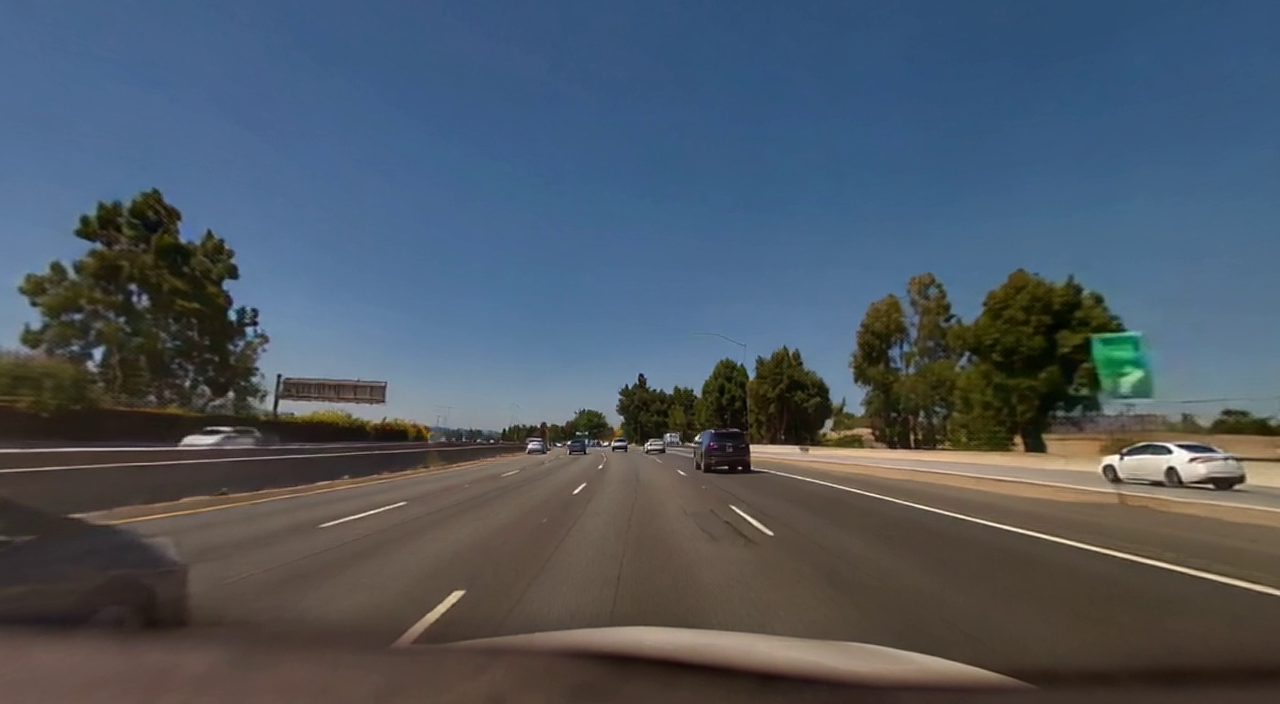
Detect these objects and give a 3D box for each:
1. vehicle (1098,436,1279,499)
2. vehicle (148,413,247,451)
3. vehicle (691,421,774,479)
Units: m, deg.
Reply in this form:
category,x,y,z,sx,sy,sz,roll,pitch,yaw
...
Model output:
category,x,y,z,sx,sy,sz,roll,pitch,yaw
vehicle,16.411,3.292,18.547,2.033,1.580,4.752,1,-8,-5
vehicle,-20.992,3.864,30.153,1.834,1.656,4.050,0,-8,-2
vehicle,3.122,3.433,22.234,2.043,1.795,4.347,0,-8,-3
